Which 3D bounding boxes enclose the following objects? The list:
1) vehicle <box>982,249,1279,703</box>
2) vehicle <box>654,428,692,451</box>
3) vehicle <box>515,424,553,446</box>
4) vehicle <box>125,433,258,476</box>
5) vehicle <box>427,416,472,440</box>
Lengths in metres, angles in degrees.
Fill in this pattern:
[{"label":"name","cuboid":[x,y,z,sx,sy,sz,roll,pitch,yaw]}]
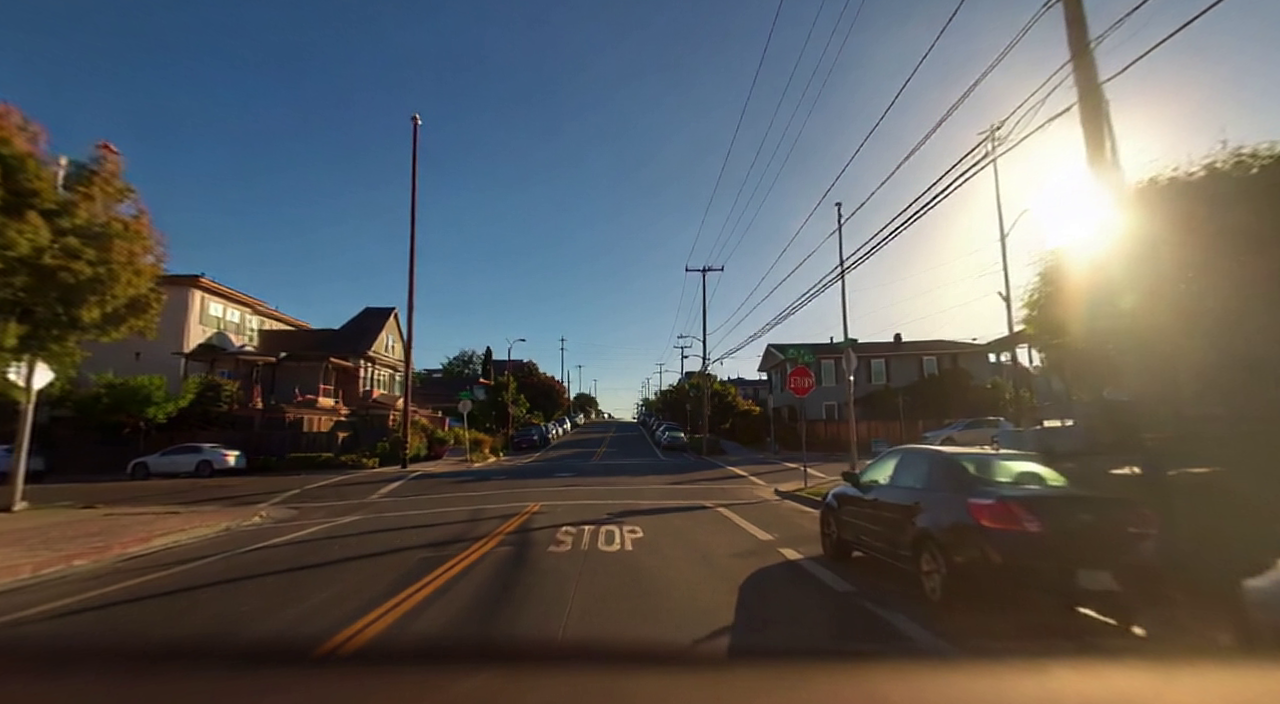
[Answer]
[{"label":"vehicle","cuboid":[3.198,0.477,0.644,2.375,1.945,5.670,0,-8,-2]},{"label":"vehicle","cuboid":[2.169,5.980,43.051,2.120,1.487,4.360,0,-8,-3]},{"label":"vehicle","cuboid":[-7.865,6.267,47.300,2.065,1.553,4.636,0,-8,0]},{"label":"vehicle","cuboid":[-19.467,4.449,27.612,4.181,1.742,1.945,1,-8,-10]},{"label":"vehicle","cuboid":[-13.899,5.651,46.435,1.992,1.678,4.658,0,-8,-2]}]
